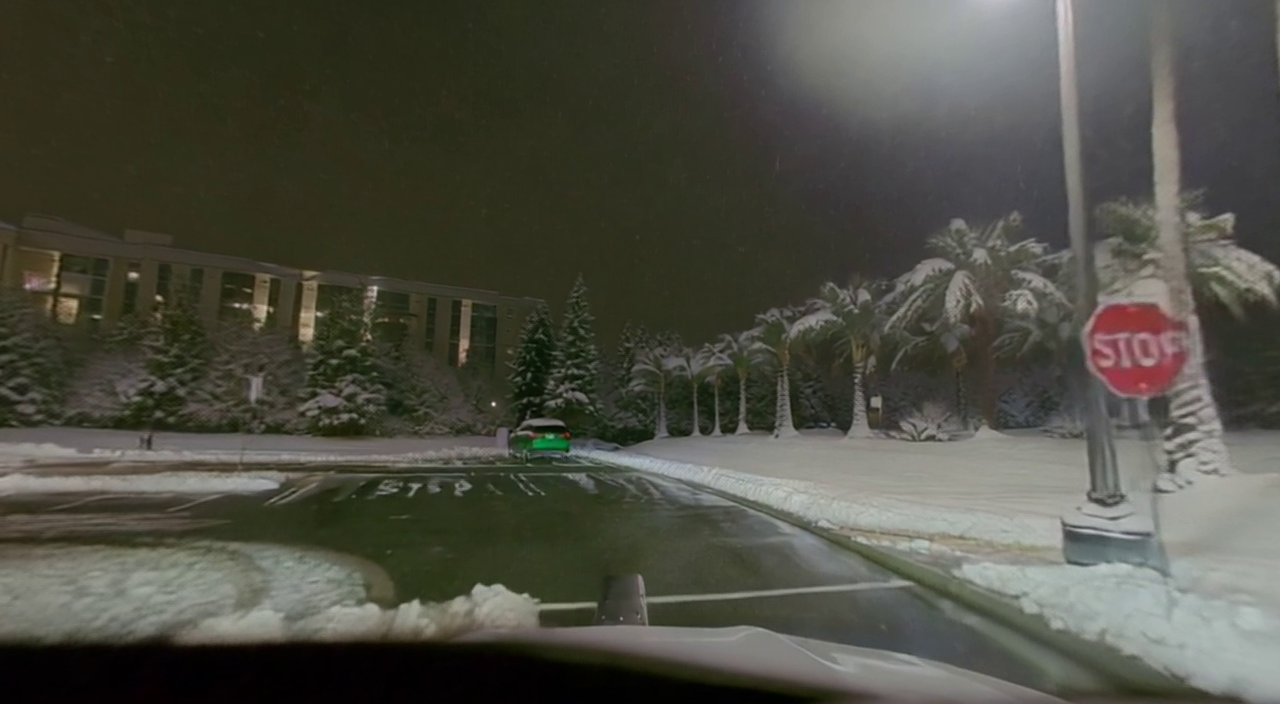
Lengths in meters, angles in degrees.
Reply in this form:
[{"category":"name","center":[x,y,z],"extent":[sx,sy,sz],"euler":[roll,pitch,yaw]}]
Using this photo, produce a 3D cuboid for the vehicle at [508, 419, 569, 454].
[{"category":"vehicle","center":[-5.392,4.481,33.155],"extent":[2.071,1.700,4.367],"euler":[3,-9,-23]}]
